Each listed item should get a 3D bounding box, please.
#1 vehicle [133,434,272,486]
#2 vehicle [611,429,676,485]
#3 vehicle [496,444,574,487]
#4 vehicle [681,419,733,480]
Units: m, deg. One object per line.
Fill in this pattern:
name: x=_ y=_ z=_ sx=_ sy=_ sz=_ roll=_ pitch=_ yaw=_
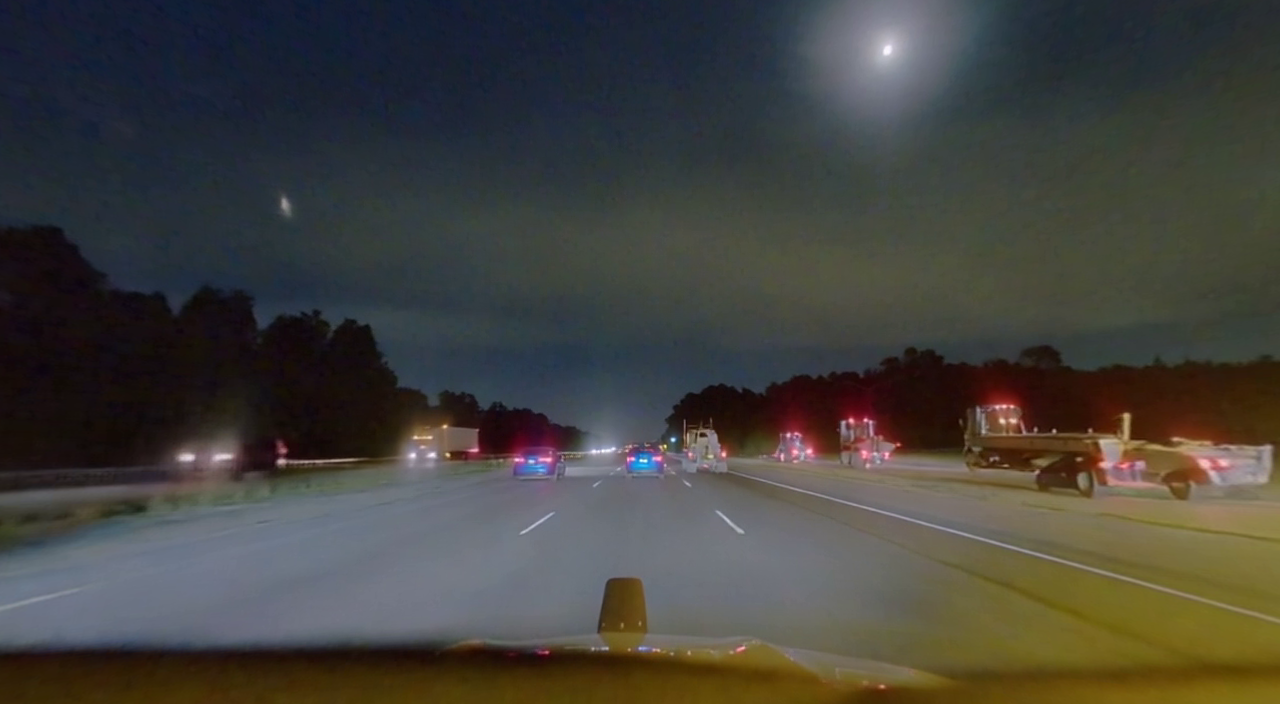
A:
vehicle: x=-17.616 y=4.351 z=25.787 sx=1.992 sy=1.886 sz=5.013 roll=0 pitch=-8 yaw=1
vehicle: x=0.133 y=4.089 z=24.868 sx=2.308 sy=1.993 sz=4.631 roll=0 pitch=-8 yaw=1
vehicle: x=-3.872 y=4.247 z=23.980 sx=2.096 sy=1.469 sz=4.319 roll=0 pitch=-8 yaw=2
vehicle: x=4.533 y=6.869 z=44.751 sx=2.793 sy=3.828 sz=9.580 roll=0 pitch=-9 yaw=1
